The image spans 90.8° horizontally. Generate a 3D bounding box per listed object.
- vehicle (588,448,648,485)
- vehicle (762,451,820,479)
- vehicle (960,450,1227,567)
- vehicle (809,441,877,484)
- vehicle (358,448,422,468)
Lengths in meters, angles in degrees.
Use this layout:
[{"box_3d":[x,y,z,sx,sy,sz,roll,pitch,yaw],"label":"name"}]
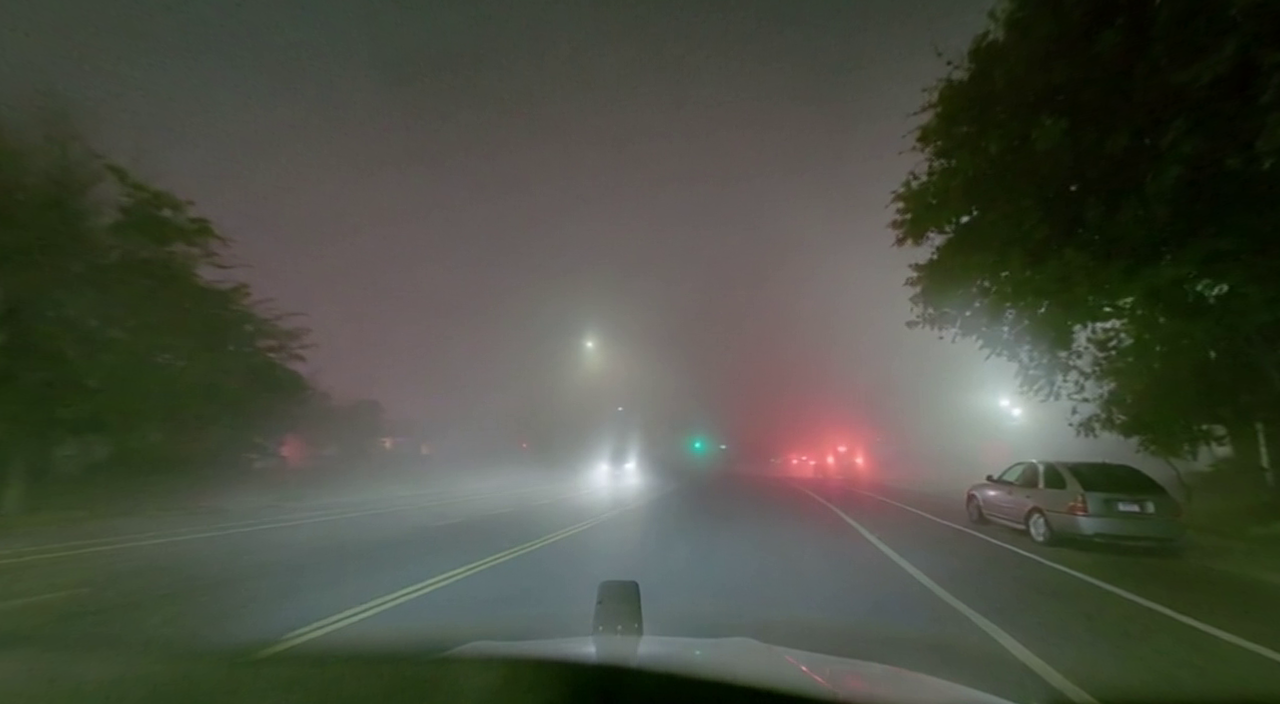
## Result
[{"box_3d":[-0.953,5.291,29.625,2.058,1.551,4.247,-1,-8,9],"label":"vehicle"},{"box_3d":[10.430,7.860,44.209,2.713,1.671,4.939,1,-8,-2],"label":"vehicle"},{"box_3d":[7.440,2.525,11.061,2.080,1.543,4.294,-1,-8,11],"label":"vehicle"},{"box_3d":[10.779,5.888,33.995,2.305,2.111,4.965,0,-8,4],"label":"vehicle"},{"box_3d":[-19.005,8.048,48.119,3.977,1.501,2.143,0,-9,3],"label":"vehicle"}]
